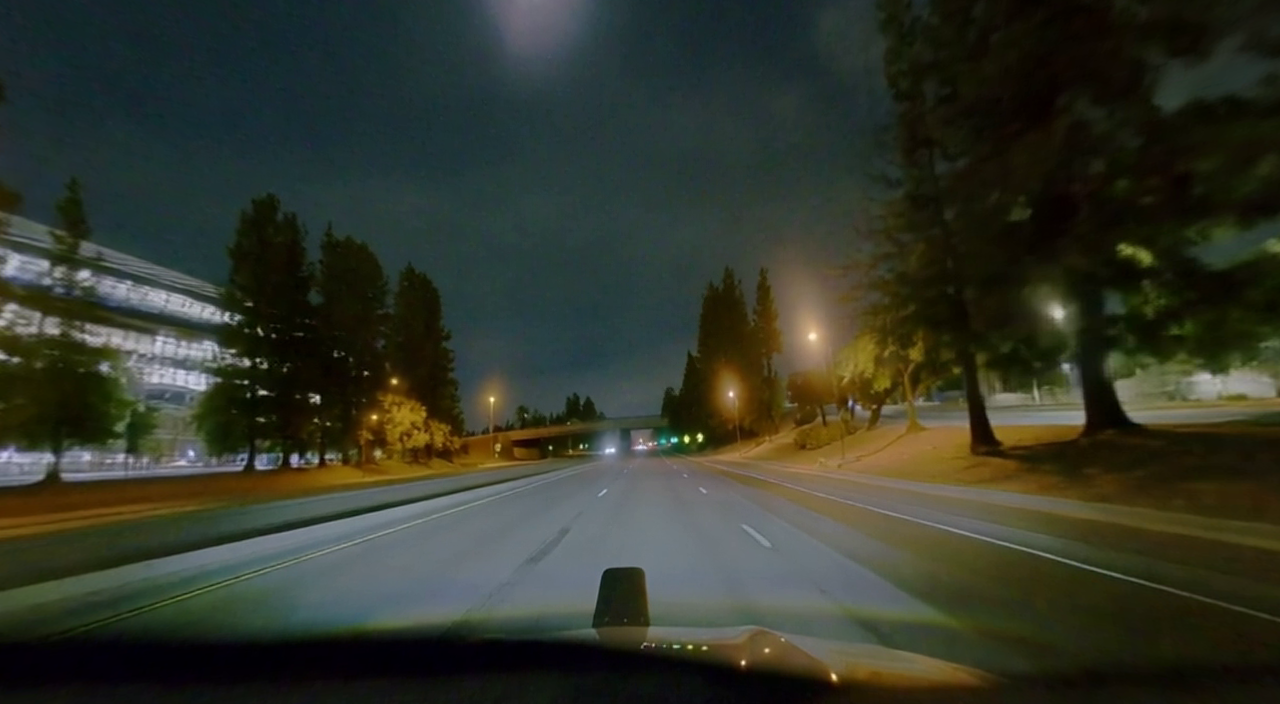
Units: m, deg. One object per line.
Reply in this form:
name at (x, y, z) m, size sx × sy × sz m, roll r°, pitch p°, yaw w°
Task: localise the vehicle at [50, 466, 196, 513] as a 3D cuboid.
vehicle at (-21.574, 5.717, 26.661) m, size 1.945 × 1.481 × 5.005 m, roll -4°, pitch -8°, yaw 1°
